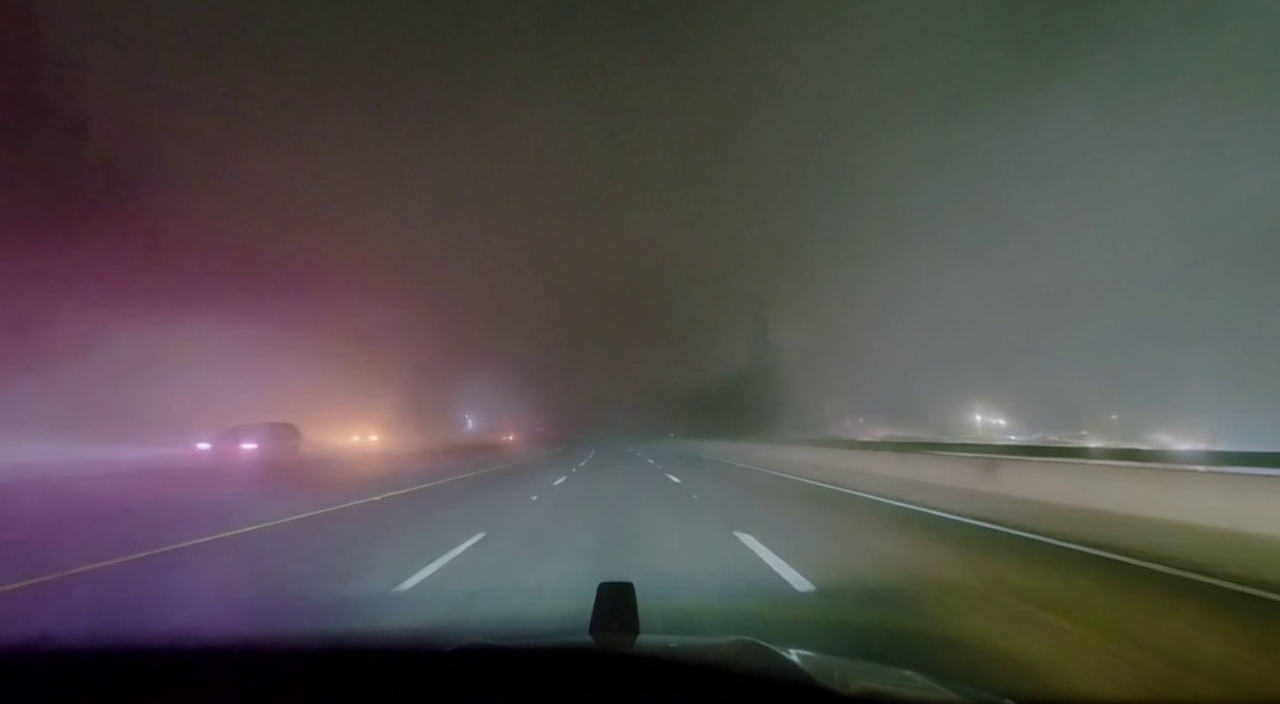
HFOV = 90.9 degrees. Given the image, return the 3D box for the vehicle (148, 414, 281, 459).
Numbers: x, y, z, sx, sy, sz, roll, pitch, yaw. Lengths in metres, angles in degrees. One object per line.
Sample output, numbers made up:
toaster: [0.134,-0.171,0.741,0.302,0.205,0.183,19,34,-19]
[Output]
vehicle: [-17.546,3.547,26.405,2.127,1.714,5.132,0,-8,-2]
